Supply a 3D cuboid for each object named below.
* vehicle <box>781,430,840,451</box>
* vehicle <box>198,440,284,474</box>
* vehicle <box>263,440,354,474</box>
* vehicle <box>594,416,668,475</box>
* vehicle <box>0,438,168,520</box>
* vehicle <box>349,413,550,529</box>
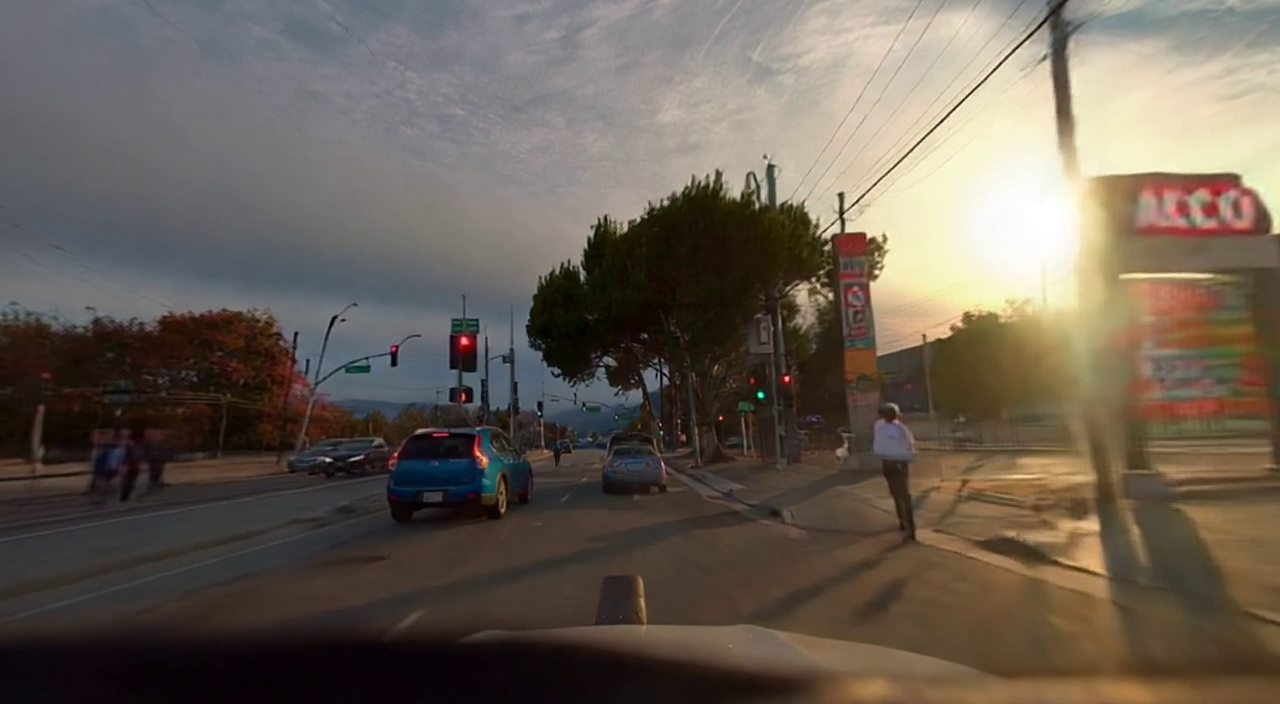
[{"bbox_3d":[13.227,6.881,48.807,3.997,1.496,1.907,3,-9,-18],"label":"vehicle"},{"bbox_3d":[-31.360,8.271,49.563,5.274,1.973,2.438,-8,-10,4],"label":"vehicle"},{"bbox_3d":[-16.481,5.244,31.580,2.191,1.544,4.541,0,-9,-2],"label":"vehicle"},{"bbox_3d":[-0.371,3.631,24.418,2.552,1.999,5.498,0,-9,-1],"label":"vehicle"},{"bbox_3d":[-15.294,3.308,16.820,2.044,1.832,4.569,-2,-8,-4],"label":"vehicle"},{"bbox_3d":[-3.242,2.171,12.039,2.247,1.734,4.919,0,-9,1],"label":"vehicle"}]
